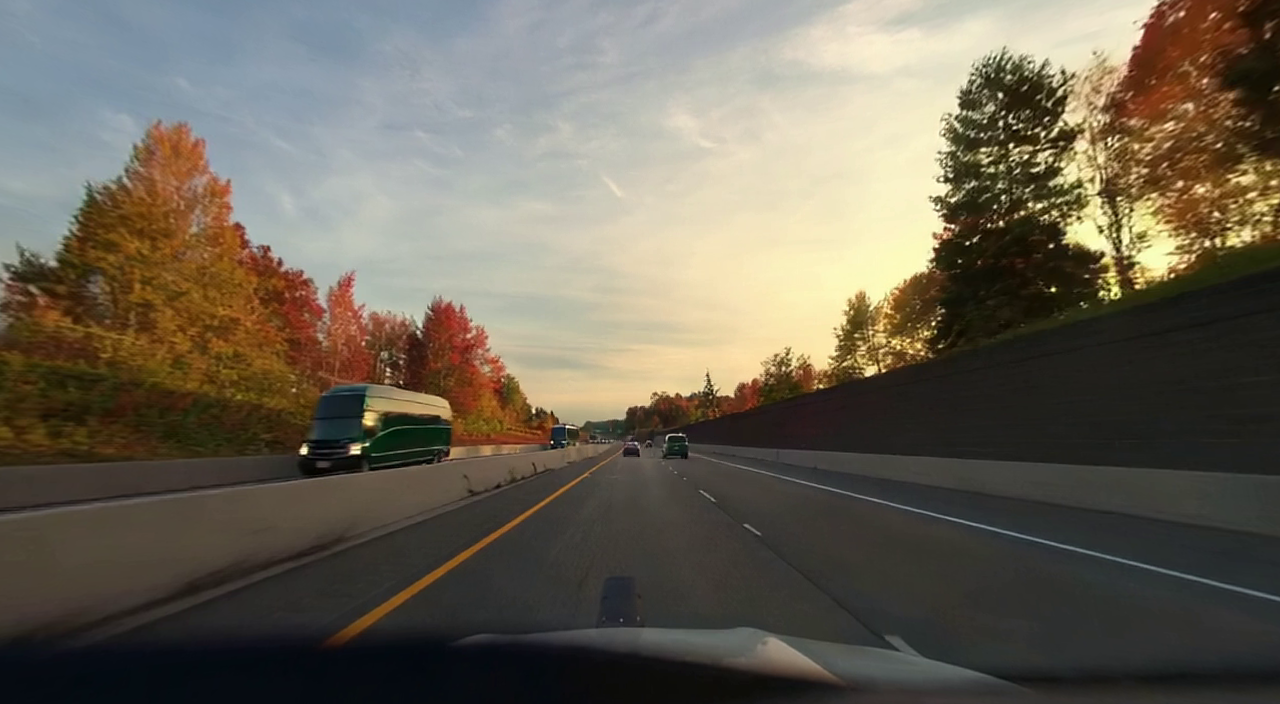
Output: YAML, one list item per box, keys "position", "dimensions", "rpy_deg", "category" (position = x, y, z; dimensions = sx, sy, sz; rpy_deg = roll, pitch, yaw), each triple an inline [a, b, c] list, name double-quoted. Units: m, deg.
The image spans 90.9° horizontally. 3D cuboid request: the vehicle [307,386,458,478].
- position: [-11.798, 3.911, 30.379]
  dimensions: [3.001, 3.662, 10.102]
  rpy_deg: [0, -8, 0]
  category: "vehicle"
